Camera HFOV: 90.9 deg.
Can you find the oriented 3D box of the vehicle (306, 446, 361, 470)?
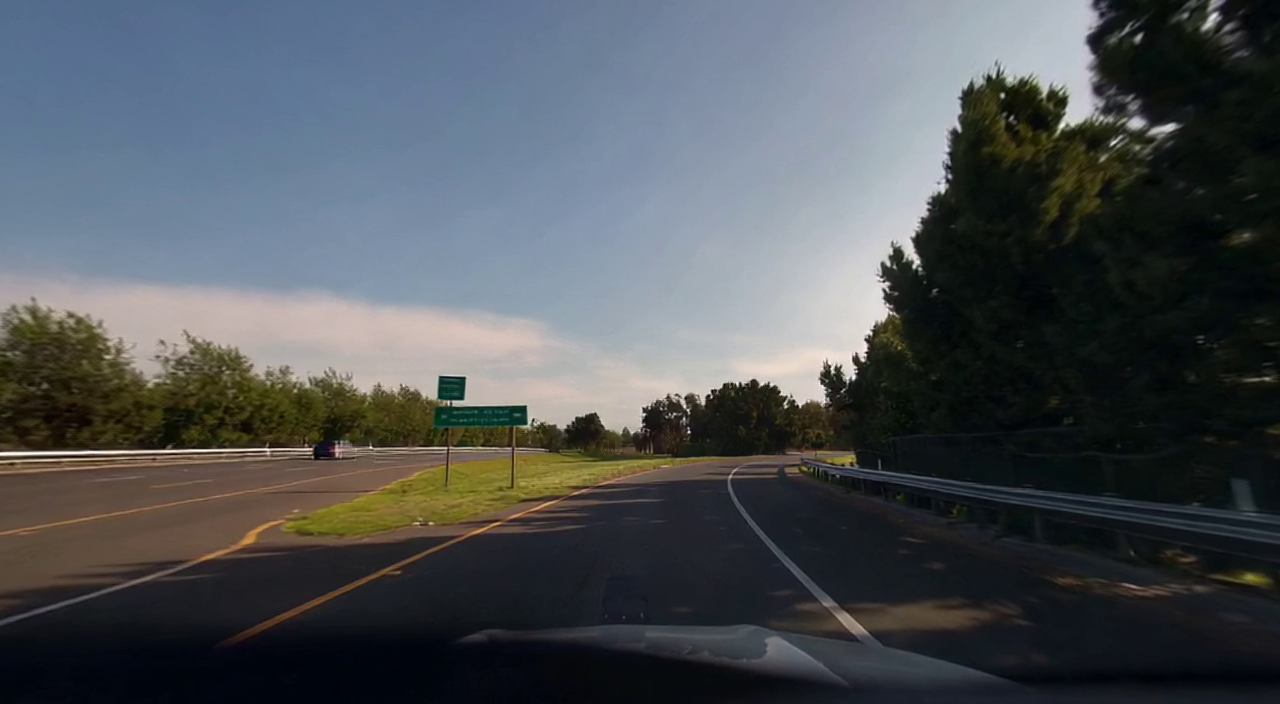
[{"bbox_3d":[-20.594,7.109,42.487,2.044,1.492,4.665,2,-9,-10],"label":"vehicle"}]
